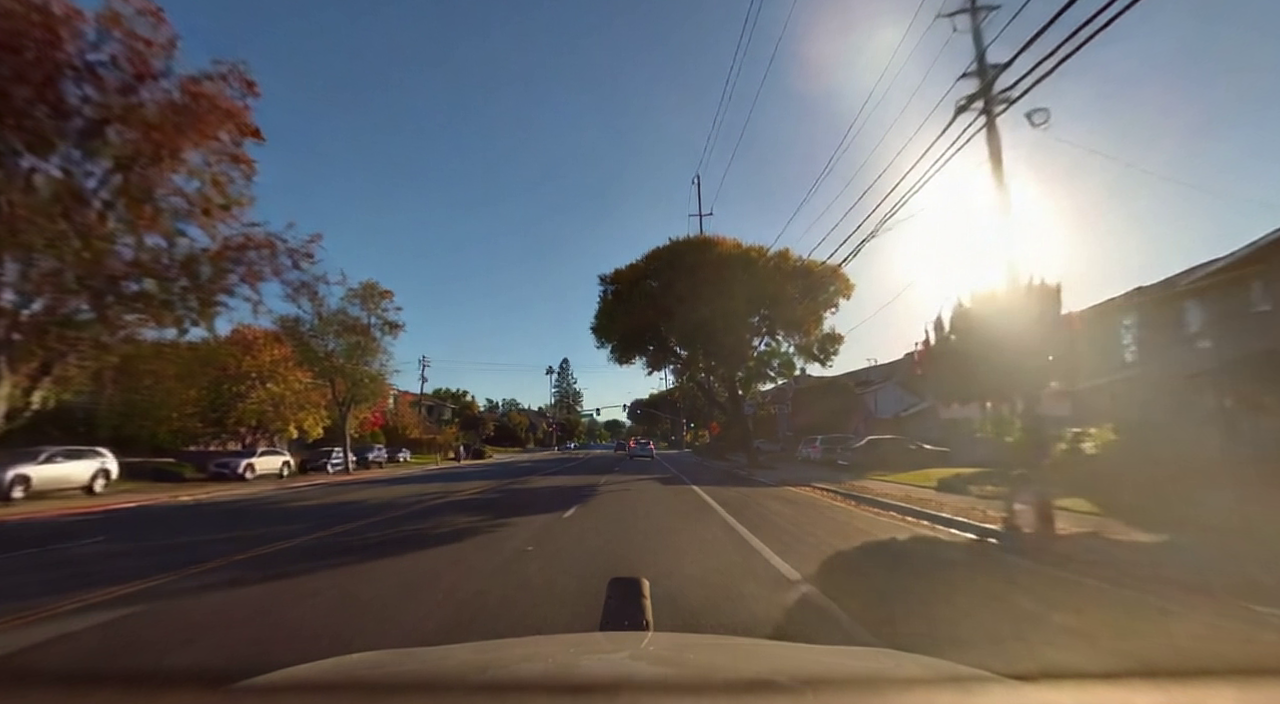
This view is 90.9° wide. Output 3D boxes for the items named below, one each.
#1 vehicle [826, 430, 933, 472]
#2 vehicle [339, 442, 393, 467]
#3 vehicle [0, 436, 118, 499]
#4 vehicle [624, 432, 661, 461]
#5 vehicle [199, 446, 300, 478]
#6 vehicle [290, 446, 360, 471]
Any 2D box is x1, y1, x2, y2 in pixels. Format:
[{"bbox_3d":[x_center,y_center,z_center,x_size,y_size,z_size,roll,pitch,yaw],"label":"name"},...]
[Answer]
[{"bbox_3d":[11.770,4.894,31.247,4.305,1.997,2.453,0,-8,0],"label":"vehicle"},{"bbox_3d":[-20.156,7.563,46.616,1.973,1.700,4.475,0,-8,-1],"label":"vehicle"},{"bbox_3d":[-20.557,3.783,20.930,2.047,1.898,5.032,0,-8,1],"label":"vehicle"},{"bbox_3d":[0.163,7.401,49.263,2.769,2.087,5.130,0,-8,-1],"label":"vehicle"},{"bbox_3d":[-20.345,5.717,33.111,2.178,1.484,4.726,0,-8,2],"label":"vehicle"},{"bbox_3d":[-20.050,6.789,40.404,2.050,1.501,4.588,0,-8,1],"label":"vehicle"}]
